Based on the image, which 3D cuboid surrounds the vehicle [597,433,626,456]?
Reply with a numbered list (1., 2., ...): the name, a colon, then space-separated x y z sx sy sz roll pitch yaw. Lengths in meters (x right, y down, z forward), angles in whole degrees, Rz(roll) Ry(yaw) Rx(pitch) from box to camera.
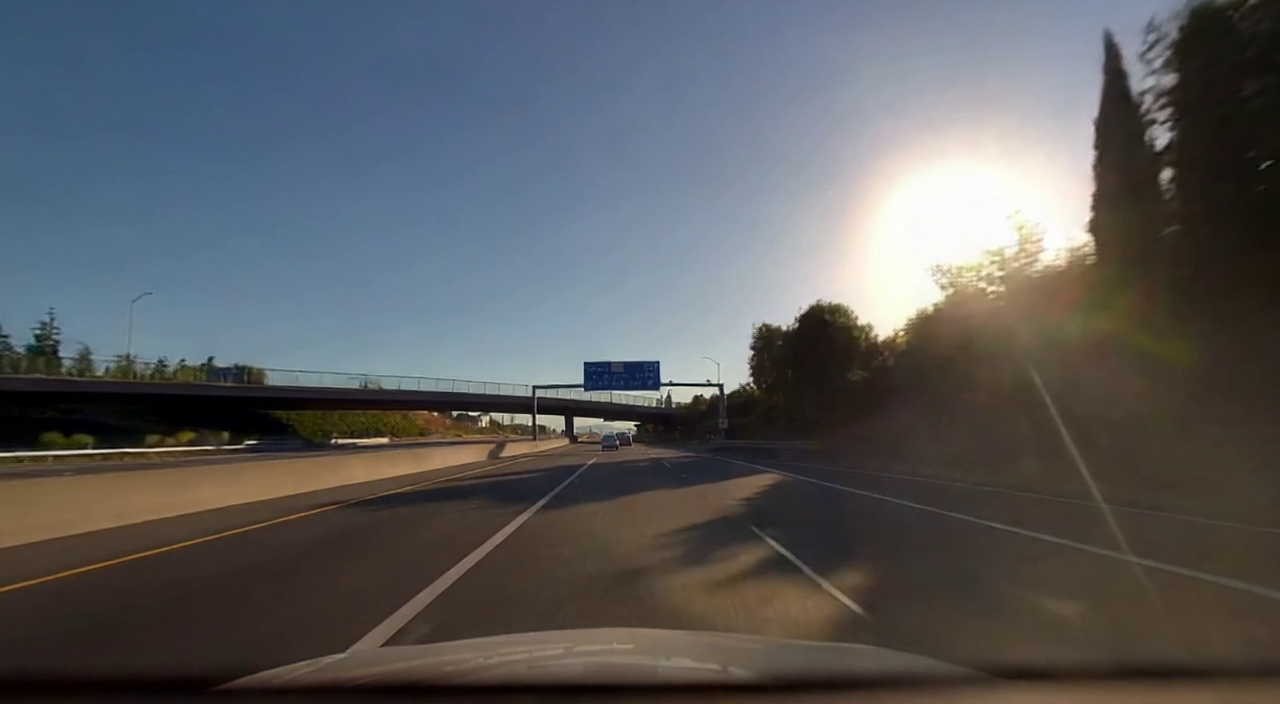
1. vehicle: -2.040 6.683 45.660 1.993 1.519 4.046 0 -8 -2
